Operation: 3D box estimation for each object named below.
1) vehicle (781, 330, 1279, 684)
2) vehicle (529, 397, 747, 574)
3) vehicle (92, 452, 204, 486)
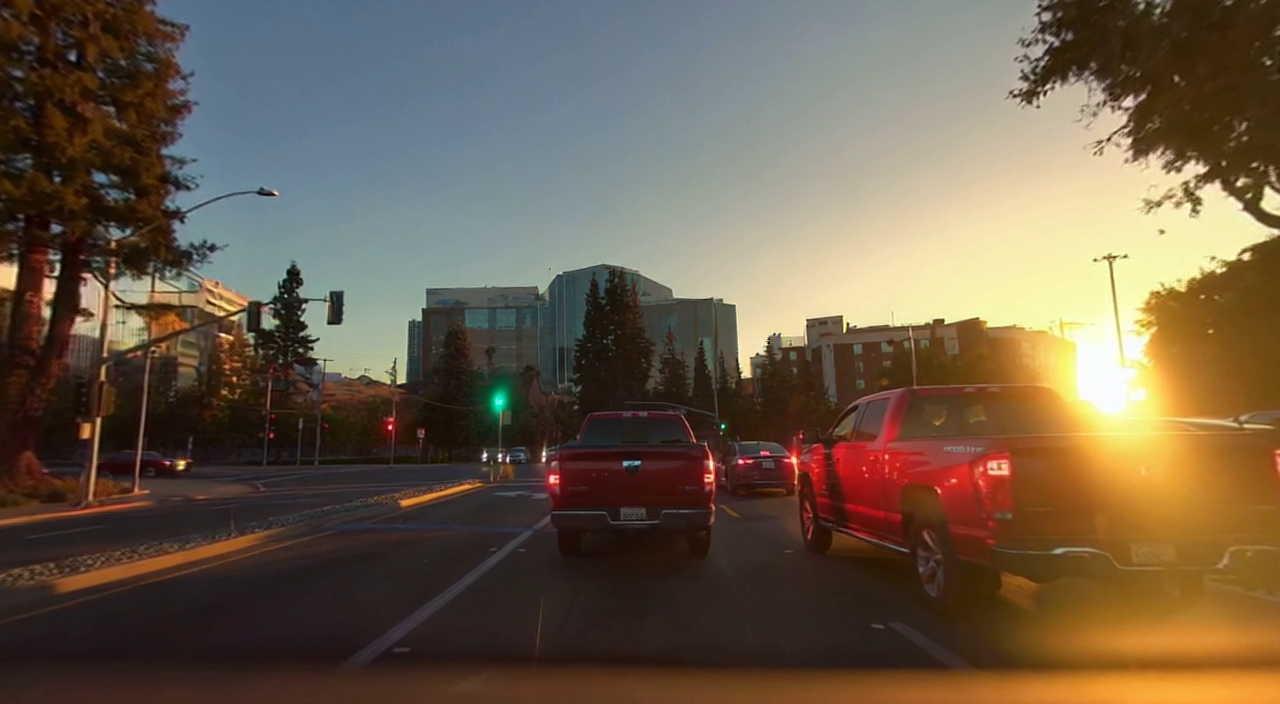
[{"bbox_3d":[3.323,1.261,6.398,2.412,1.953,5.682,0,-9,-1],"label":"vehicle"},{"bbox_3d":[-0.075,1.751,9.102,2.240,1.821,5.001,0,-9,-1],"label":"vehicle"},{"bbox_3d":[-26.483,6.265,34.209,4.437,1.669,1.936,5,-10,-30],"label":"vehicle"}]
